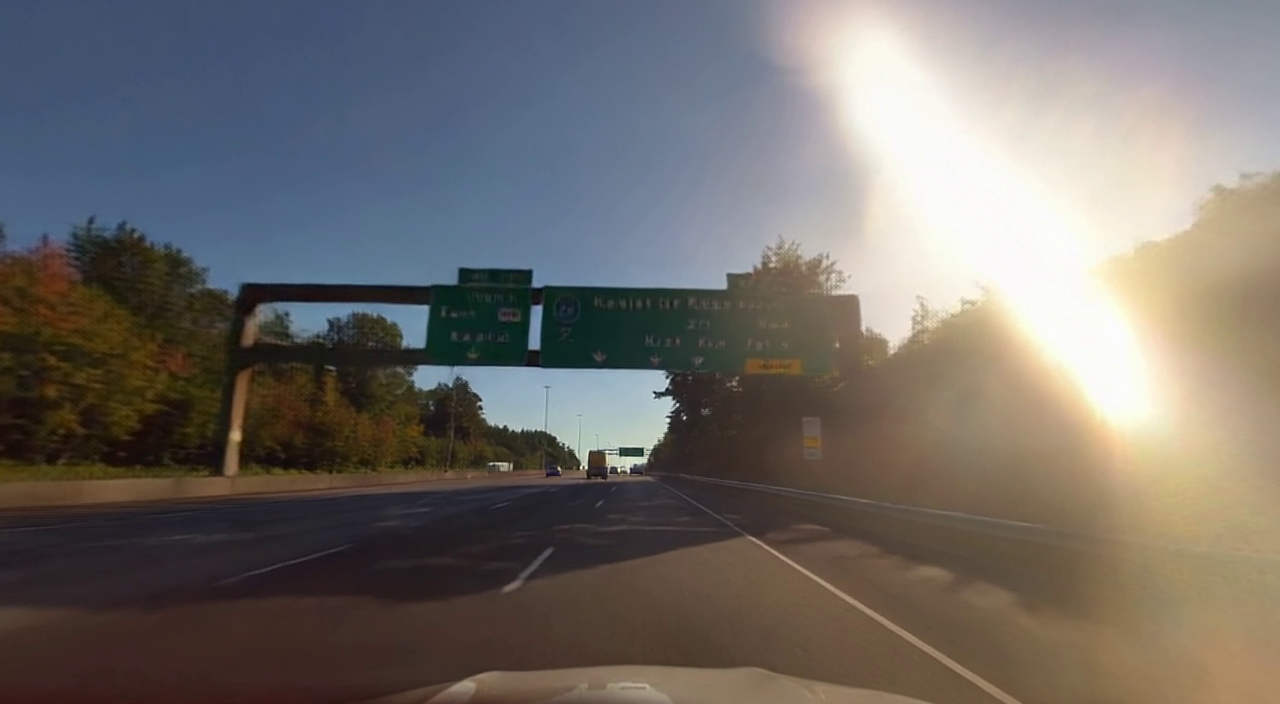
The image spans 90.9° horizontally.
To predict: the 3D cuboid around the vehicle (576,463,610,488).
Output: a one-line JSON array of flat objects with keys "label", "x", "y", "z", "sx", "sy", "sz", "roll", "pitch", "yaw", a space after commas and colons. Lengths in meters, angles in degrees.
[{"label": "vehicle", "x": -3.223, "y": 8.574, "z": 43.893, "sx": 2.092, "sy": 1.642, "sz": 3.895, "roll": 1, "pitch": -11, "yaw": -1}]
